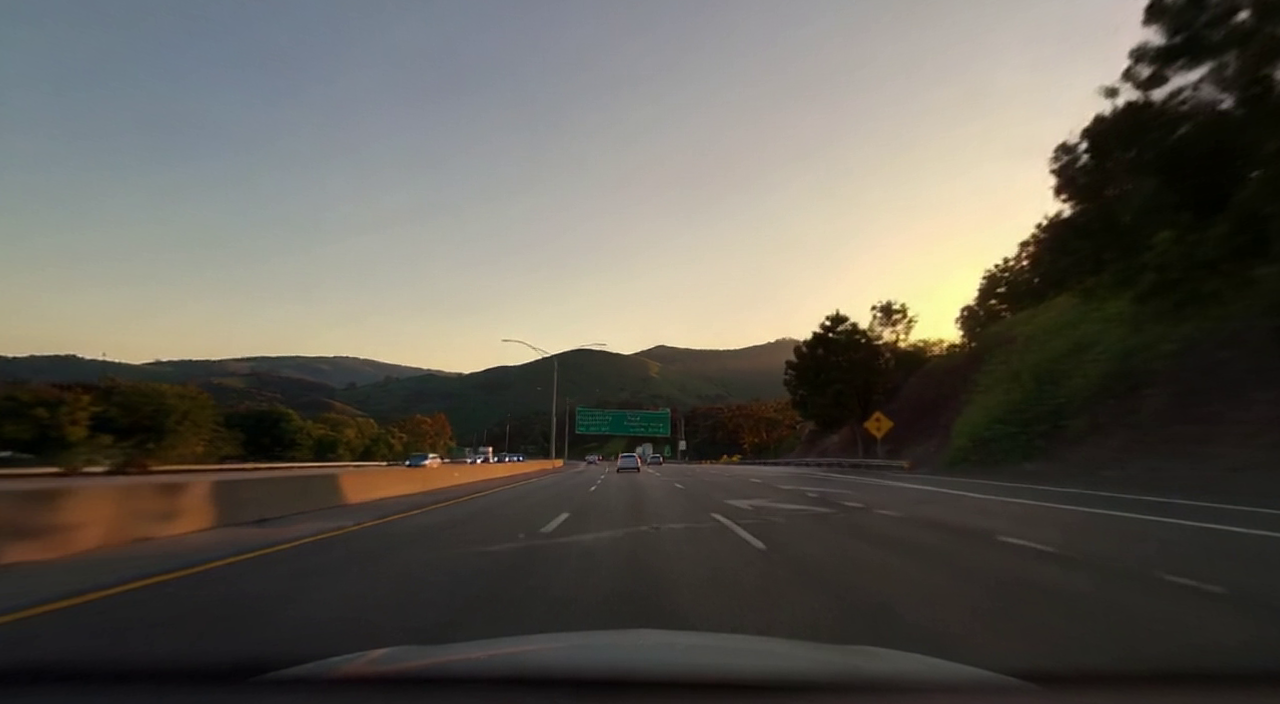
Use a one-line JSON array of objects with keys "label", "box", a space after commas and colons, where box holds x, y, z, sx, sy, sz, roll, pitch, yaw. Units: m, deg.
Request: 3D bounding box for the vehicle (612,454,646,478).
[{"label": "vehicle", "box": [-0.783, 7.605, 42.202, 2.193, 1.497, 4.337, 0, -9, -2]}]
